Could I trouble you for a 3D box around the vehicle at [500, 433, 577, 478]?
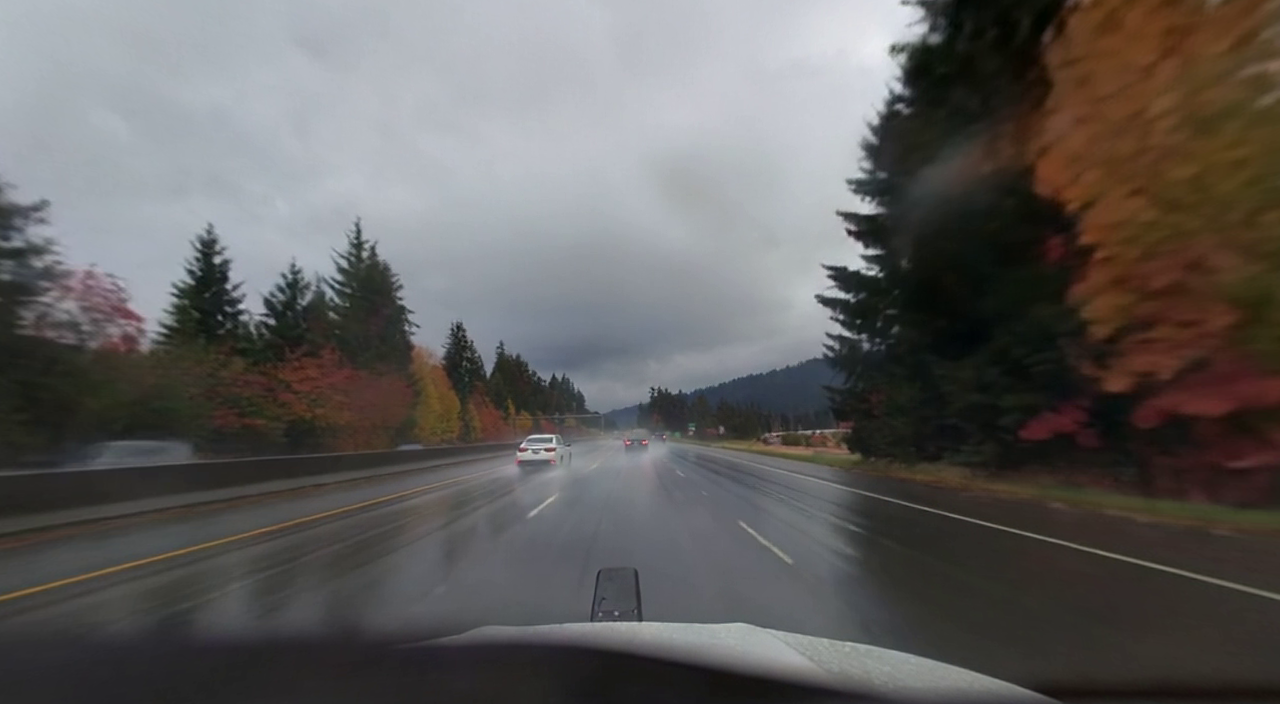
[{"bbox_3d":[-3.617,3.759,23.216,2.103,1.507,4.367,0,-8,0],"label":"vehicle"}]
